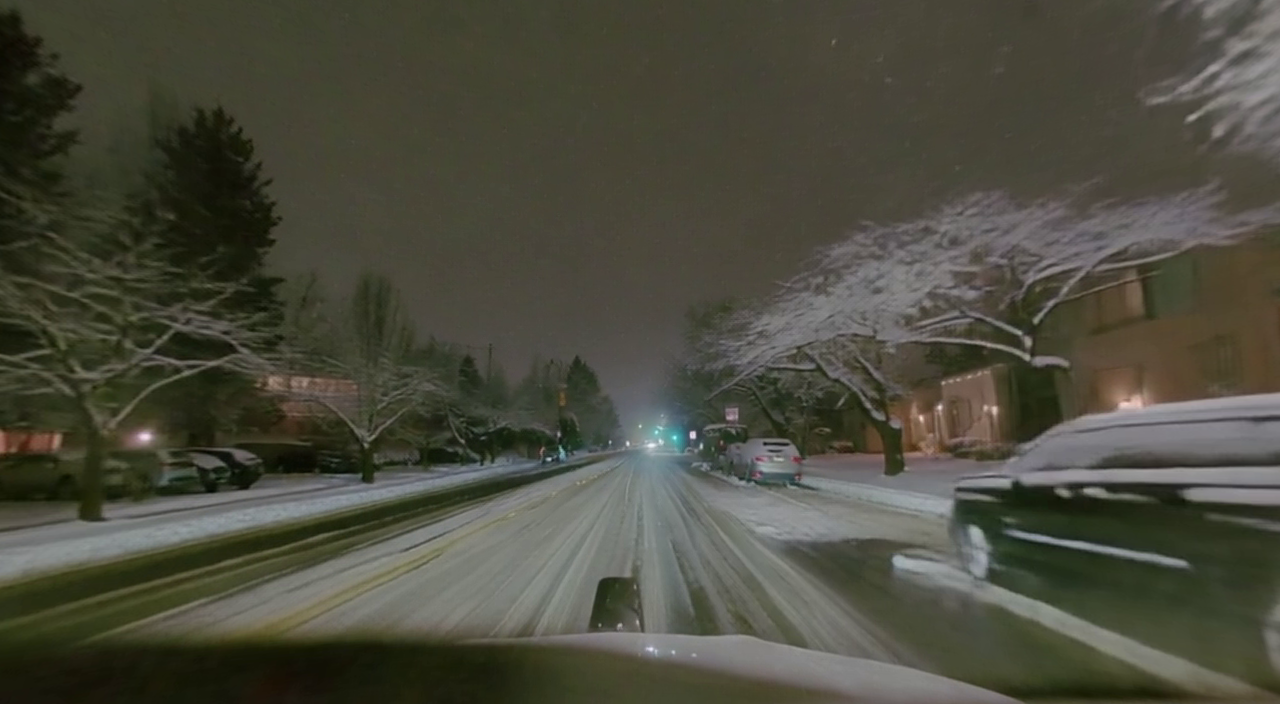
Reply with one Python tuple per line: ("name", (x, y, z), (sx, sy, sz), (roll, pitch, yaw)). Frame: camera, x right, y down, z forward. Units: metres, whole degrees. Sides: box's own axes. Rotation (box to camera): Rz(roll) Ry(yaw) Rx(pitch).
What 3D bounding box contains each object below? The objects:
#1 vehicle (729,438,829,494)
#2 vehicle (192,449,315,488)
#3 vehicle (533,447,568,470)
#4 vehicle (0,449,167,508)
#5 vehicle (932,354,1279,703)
("vehicle", (4.253, 3.581, 20.272), (1.952, 1.538, 5.215), (0, -8, -1))
("vehicle", (-15.674, 4.677, 25.668), (4.181, 1.467, 1.851), (-3, -9, 16))
("vehicle", (-6.530, 7.752, 46.306), (1.928, 1.537, 4.439), (-1, -8, 0))
("vehicle", (-16.025, 3.497, 17.823), (4.491, 1.455, 1.959), (-3, -9, 18))
("vehicle", (4.017, 1.053, 4.122), (2.104, 1.726, 4.288), (0, -8, -1))
